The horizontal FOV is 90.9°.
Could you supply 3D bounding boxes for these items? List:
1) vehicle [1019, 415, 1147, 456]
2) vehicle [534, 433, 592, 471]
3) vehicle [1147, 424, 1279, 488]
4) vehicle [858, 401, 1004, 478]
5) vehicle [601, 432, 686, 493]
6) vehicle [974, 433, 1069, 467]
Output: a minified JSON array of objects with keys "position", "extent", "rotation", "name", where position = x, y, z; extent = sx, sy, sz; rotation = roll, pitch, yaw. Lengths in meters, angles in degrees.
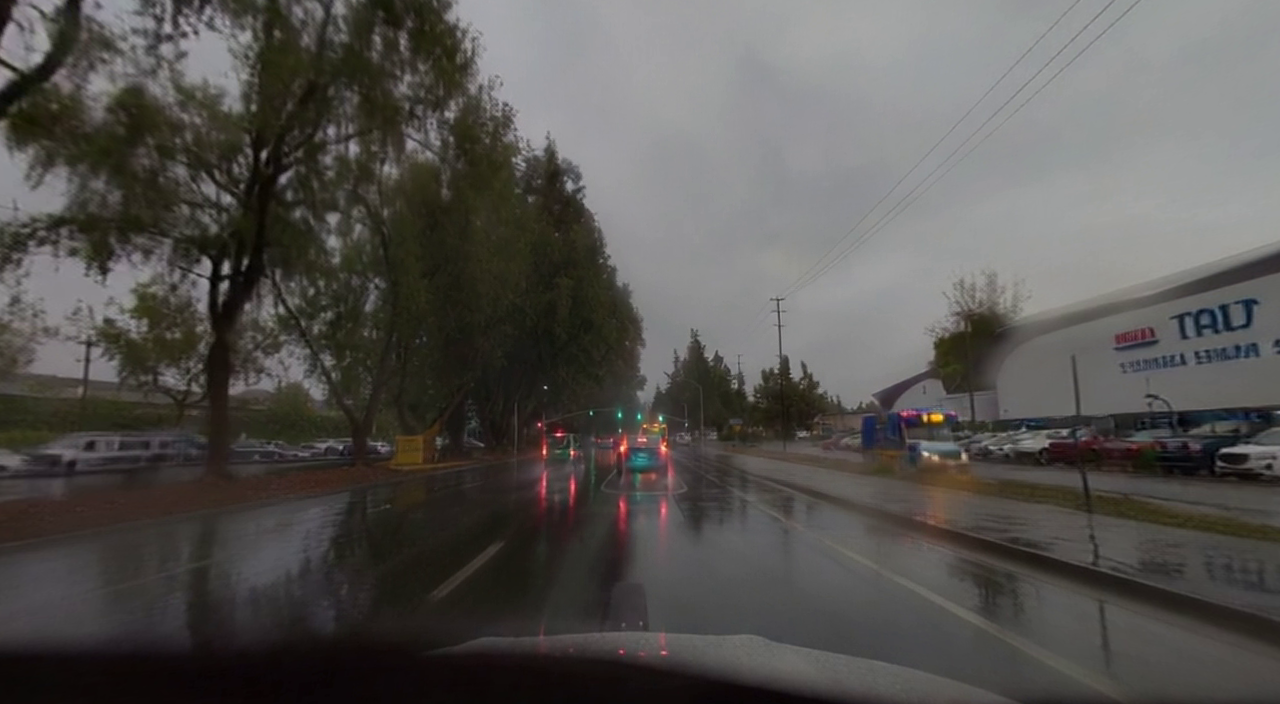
[{"position":[23.669,4.578,34.149],"extent":[2.225,2.013,6.379],"rotation":[0,-9,-1],"name":"vehicle"},{"position":[-3.585,4.764,30.136],"extent":[2.148,1.636,4.199],"rotation":[0,-9,2],"name":"vehicle"},{"position":[18.419,3.122,19.097],"extent":[1.965,1.749,4.838],"rotation":[0,-9,-2],"name":"vehicle"},{"position":[11.400,3.565,25.488],"extent":[2.754,2.711,6.196],"rotation":[0,-9,-1],"name":"vehicle"},{"position":[0.045,3.092,17.965],"extent":[2.123,1.498,4.226],"rotation":[0,-9,-1],"name":"vehicle"},{"position":[18.406,4.757,30.668],"extent":[1.826,1.532,4.290],"rotation":[0,-9,-1],"name":"vehicle"}]
